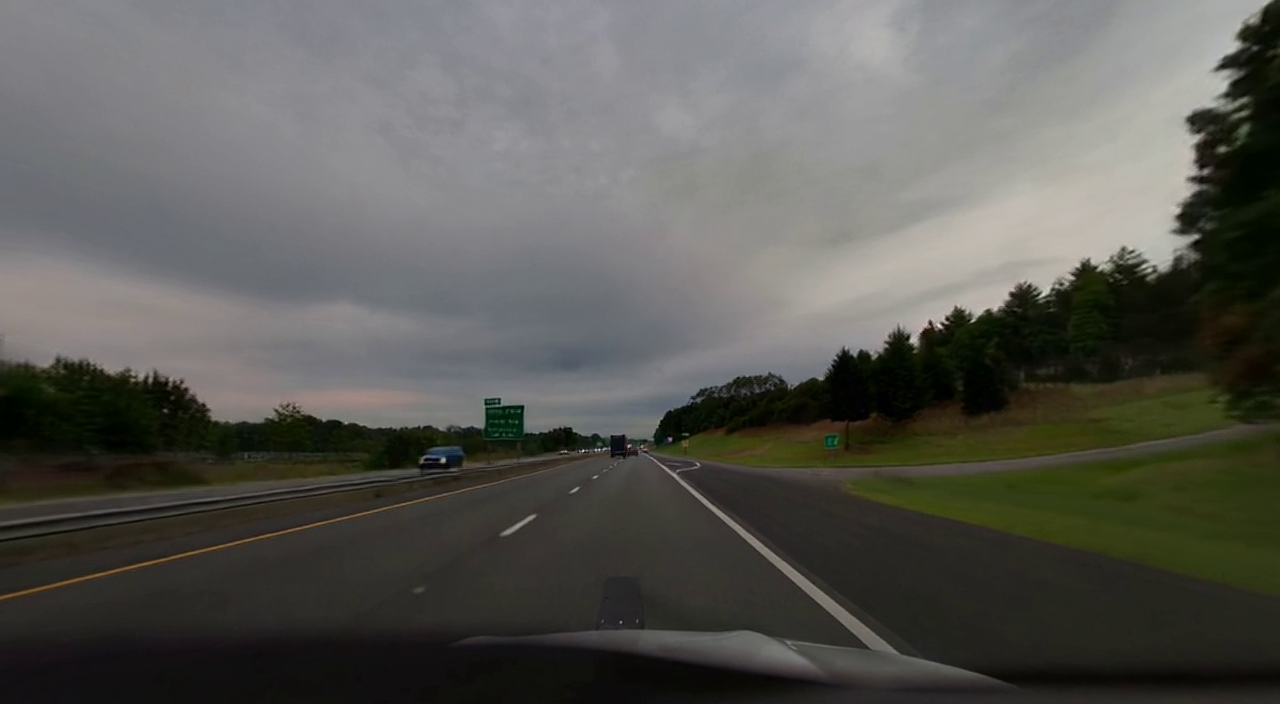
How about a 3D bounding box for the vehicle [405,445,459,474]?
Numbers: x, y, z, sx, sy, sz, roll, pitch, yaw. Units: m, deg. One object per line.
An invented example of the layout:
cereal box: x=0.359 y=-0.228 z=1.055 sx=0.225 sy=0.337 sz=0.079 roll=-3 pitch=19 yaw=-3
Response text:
vehicle: x=-12.121 y=6.295 z=37.032 sx=1.975 sy=1.575 sz=3.441 roll=0 pitch=-9 yaw=0
